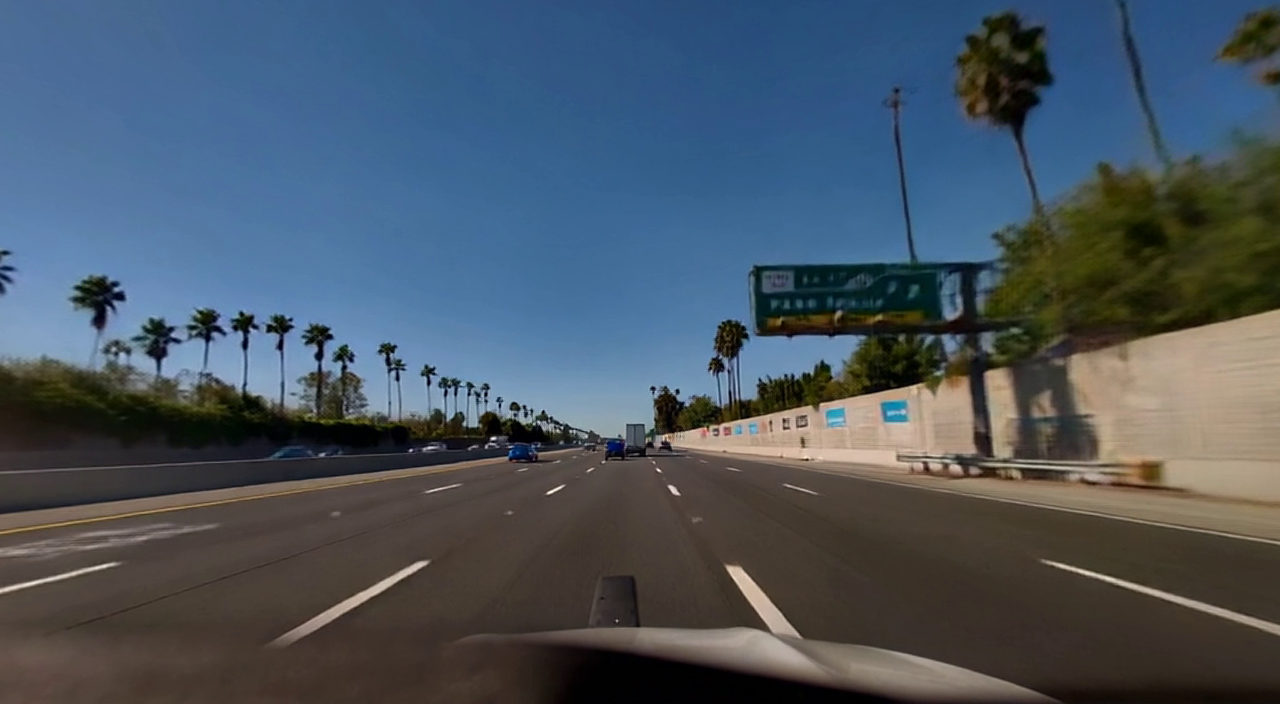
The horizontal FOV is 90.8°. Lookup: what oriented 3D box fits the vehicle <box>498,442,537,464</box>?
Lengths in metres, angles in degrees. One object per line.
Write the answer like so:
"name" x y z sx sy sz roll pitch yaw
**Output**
"vehicle" -8.831 7.350 46.037 1.971 1.552 4.465 0 -9 0
